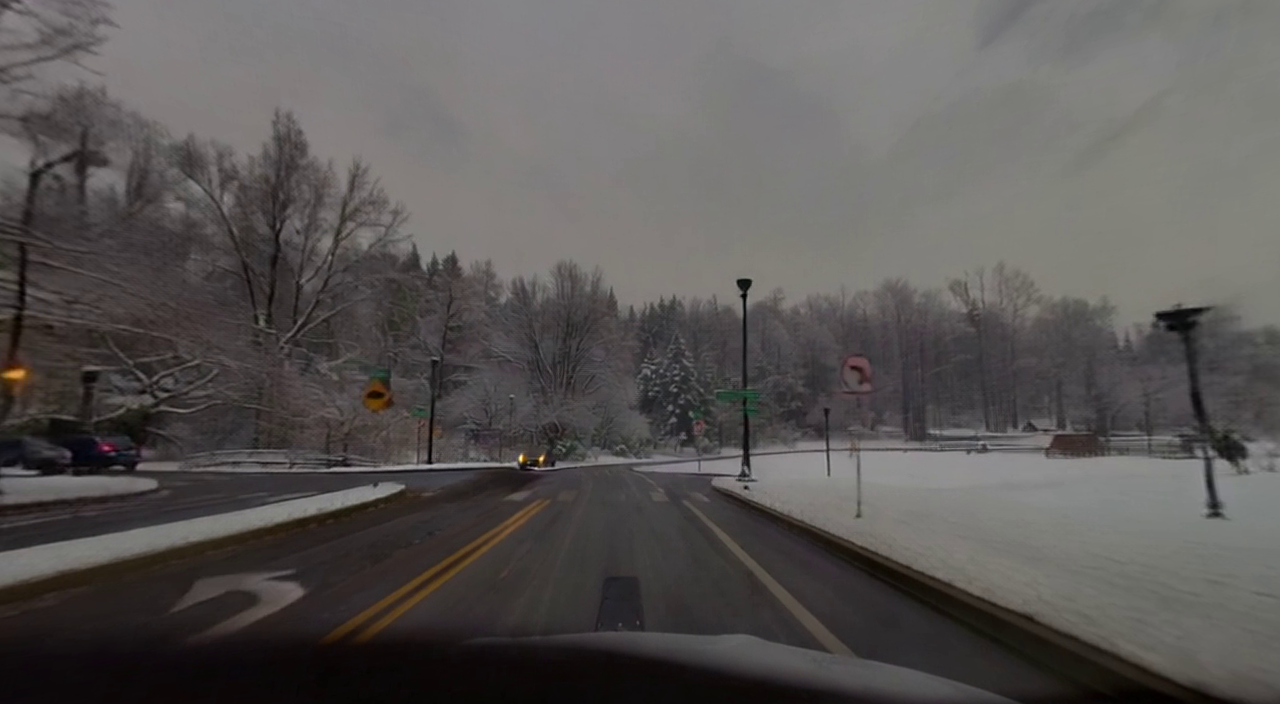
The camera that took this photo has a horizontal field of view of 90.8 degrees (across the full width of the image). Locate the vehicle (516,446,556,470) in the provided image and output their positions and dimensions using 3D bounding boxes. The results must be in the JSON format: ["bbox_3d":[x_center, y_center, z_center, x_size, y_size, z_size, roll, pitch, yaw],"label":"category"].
[{"bbox_3d":[-7.889,8.068,48.268,2.036,1.686,4.780,-1,-8,2],"label":"vehicle"}]

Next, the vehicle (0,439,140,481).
[{"bbox_3d":[-22.189,4.105,24.178,4.534,1.488,1.930,-1,-8,3],"label":"vehicle"}]
